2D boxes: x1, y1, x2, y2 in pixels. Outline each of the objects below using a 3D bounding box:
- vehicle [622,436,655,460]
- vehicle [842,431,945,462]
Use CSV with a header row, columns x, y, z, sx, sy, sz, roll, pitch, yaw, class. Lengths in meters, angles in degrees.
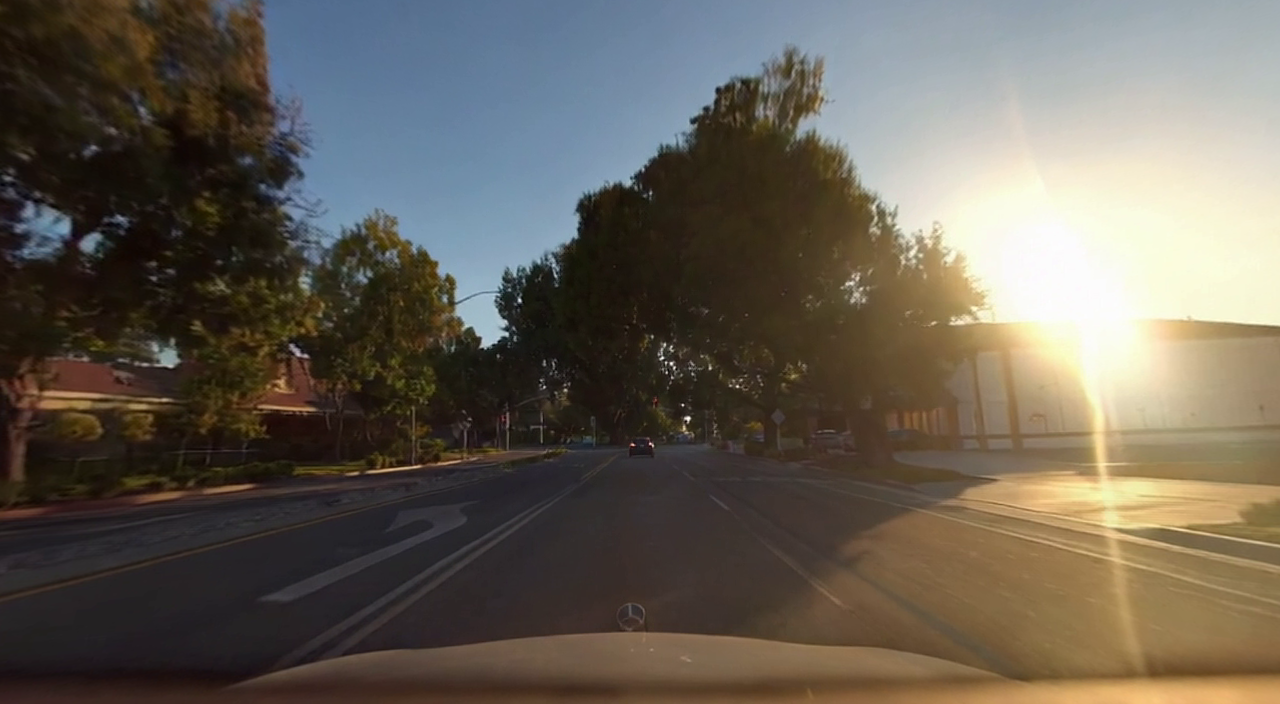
x,y,z,sx,sy,sz,roll,pitch,yaw,class
-0.071,6.780,44.645,2.196,1.646,4.109,0,-8,2,vehicle
14.004,5.187,34.909,5.001,1.554,1.961,-3,-9,31,vehicle
